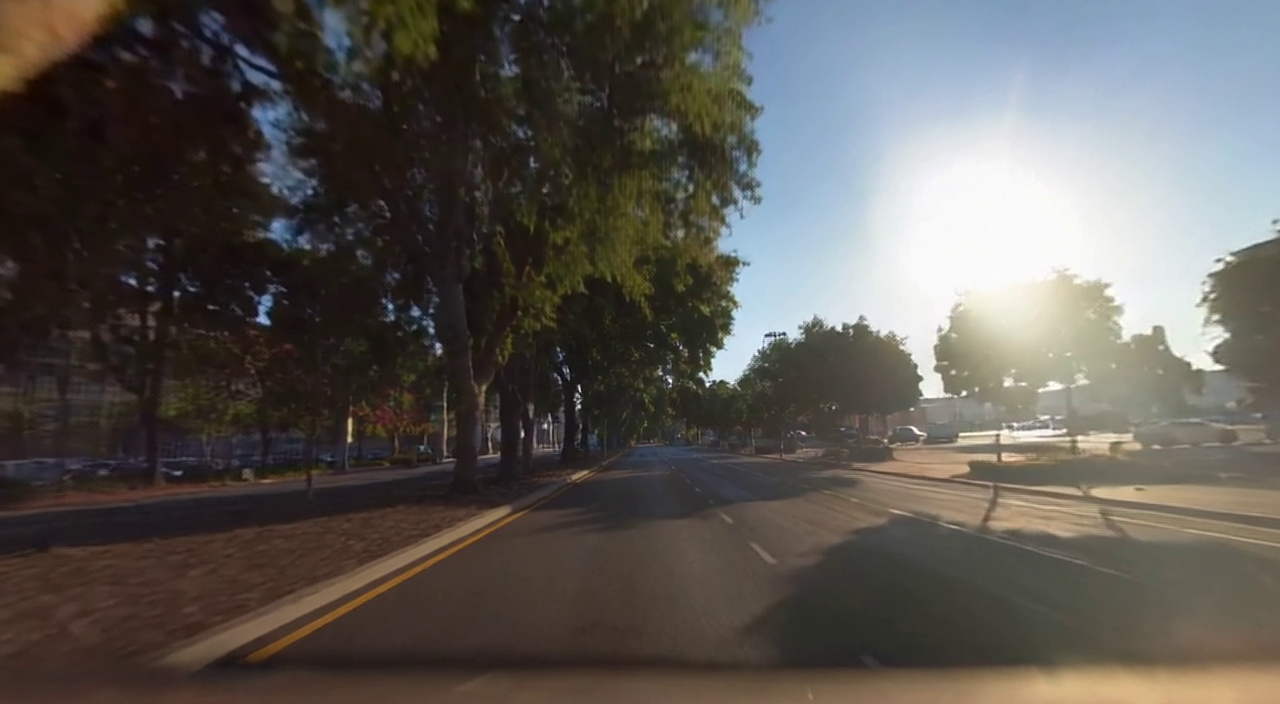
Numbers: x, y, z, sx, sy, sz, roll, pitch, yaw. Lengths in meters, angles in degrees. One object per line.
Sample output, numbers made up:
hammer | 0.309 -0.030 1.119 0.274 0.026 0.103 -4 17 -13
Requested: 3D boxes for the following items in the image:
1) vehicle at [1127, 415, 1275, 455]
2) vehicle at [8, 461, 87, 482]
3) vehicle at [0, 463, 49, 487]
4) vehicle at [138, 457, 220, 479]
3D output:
vehicle | 31.855 4.756 35.969 6.116 1.924 2.287 -3 -7 1
vehicle | -46.844 9.457 49.977 1.843 1.525 4.352 0 -9 4
vehicle | -44.276 8.590 44.068 1.784 1.486 4.167 0 -8 1
vehicle | -31.009 7.855 42.493 3.970 1.408 1.825 1 -11 -7
